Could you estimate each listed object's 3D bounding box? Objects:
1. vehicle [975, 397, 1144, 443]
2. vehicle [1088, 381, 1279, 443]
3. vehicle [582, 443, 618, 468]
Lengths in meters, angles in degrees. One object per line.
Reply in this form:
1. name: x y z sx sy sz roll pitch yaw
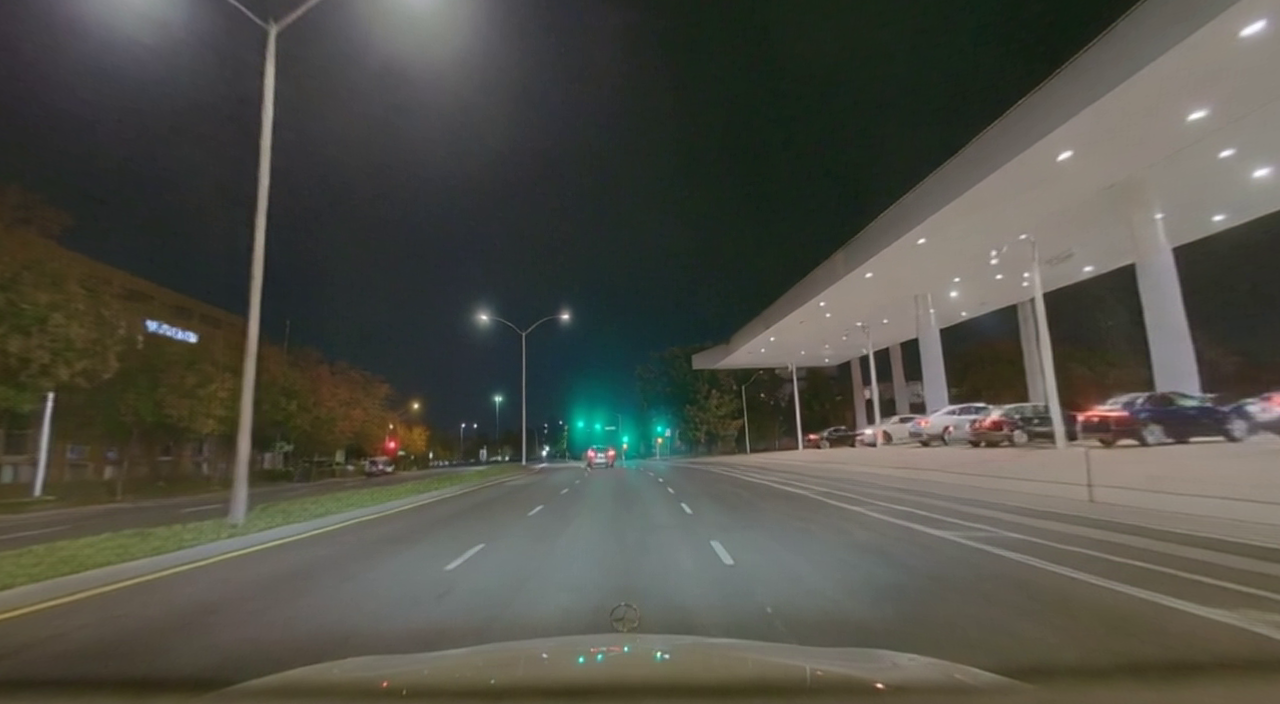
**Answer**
1. vehicle: 15.152 2.511 22.996 4.742 1.602 1.999 0 -8 -2
2. vehicle: 15.614 1.726 17.632 4.527 1.620 2.120 -1 -8 3
3. vehicle: -2.893 7.201 44.326 2.197 1.642 4.312 1 -8 -8
